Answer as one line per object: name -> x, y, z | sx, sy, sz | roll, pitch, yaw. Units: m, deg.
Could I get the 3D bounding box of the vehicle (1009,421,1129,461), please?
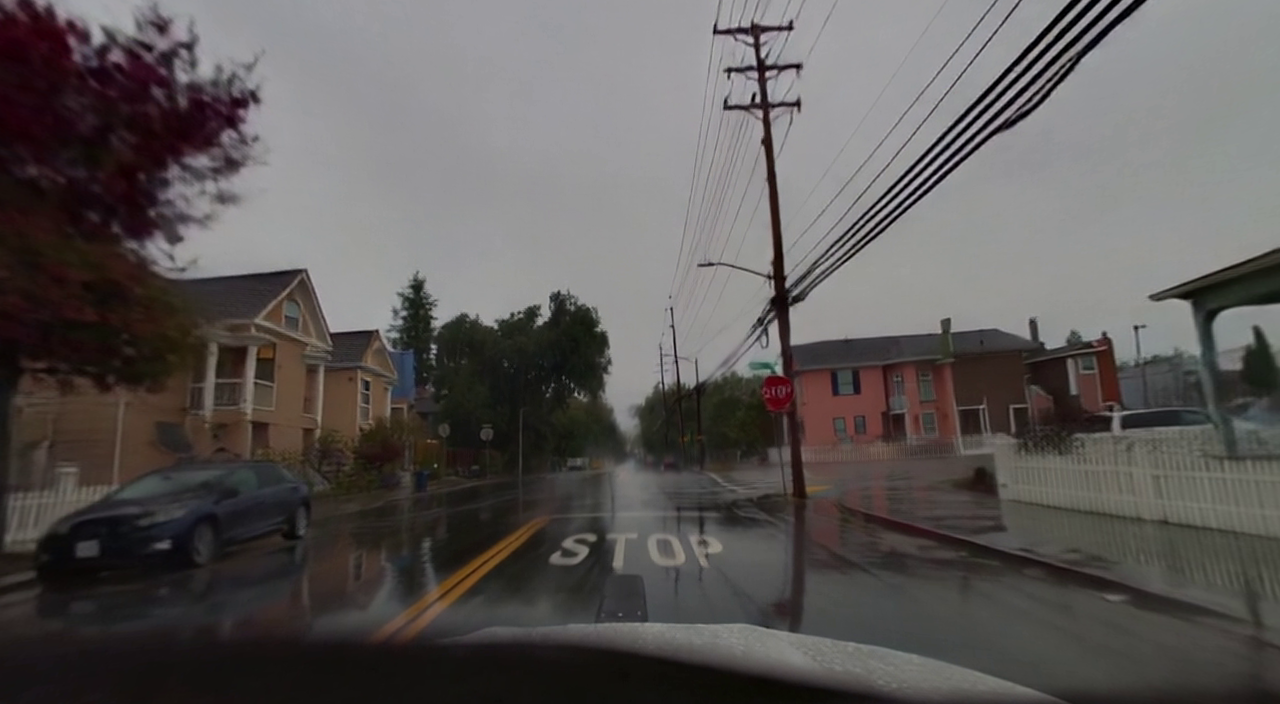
vehicle -> 21.166, 4.416, 31.276 | 4.466, 1.769, 2.033 | 1, -9, -2

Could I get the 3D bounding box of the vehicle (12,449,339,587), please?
vehicle -> -6.745, 2.383, 9.916 | 2.026, 1.560, 4.062 | -4, -9, 1

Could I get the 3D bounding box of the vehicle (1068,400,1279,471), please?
vehicle -> 16.668, 2.518, 18.867 | 6.022, 1.953, 2.250 | 0, -9, 0

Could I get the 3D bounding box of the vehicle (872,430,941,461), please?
vehicle -> 15.610, 5.525, 37.315 | 2.025, 1.689, 4.342 | 0, -9, -2
